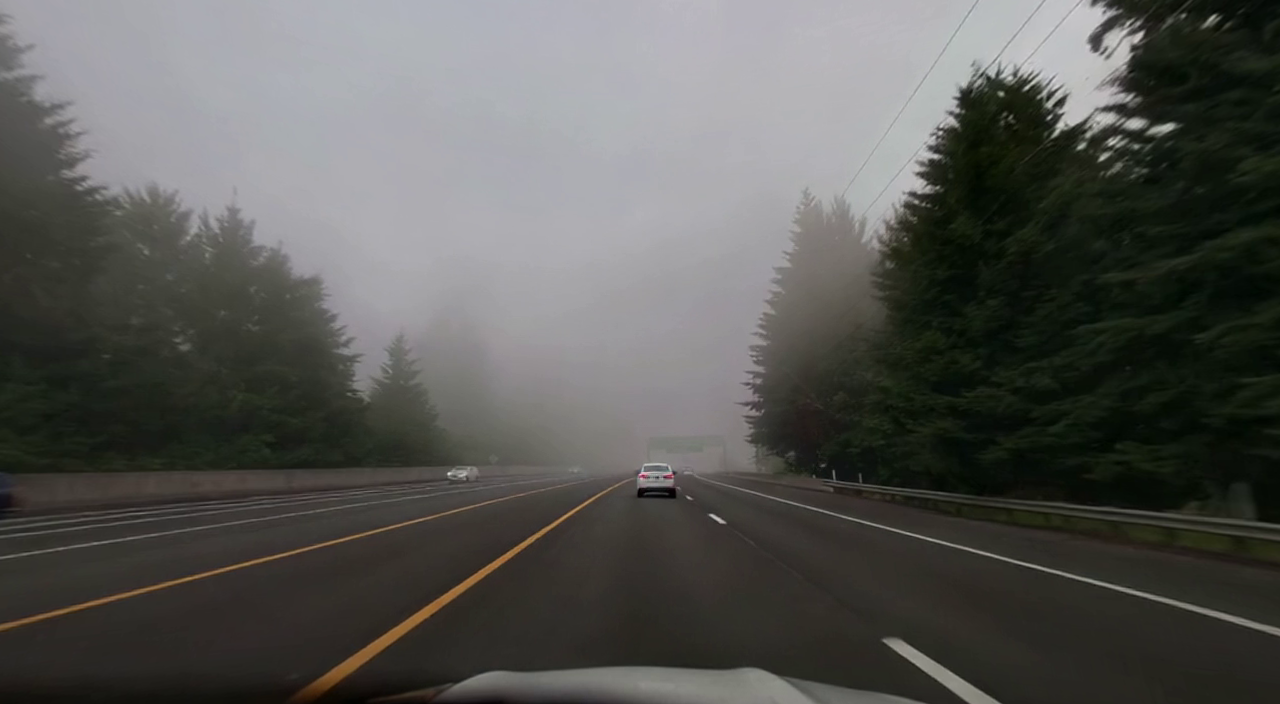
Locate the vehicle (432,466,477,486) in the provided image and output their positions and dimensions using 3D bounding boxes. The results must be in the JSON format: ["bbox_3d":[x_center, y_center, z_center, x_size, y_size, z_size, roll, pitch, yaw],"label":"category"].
[{"bbox_3d":[-14.085,9.443,48.002,1.895,1.425,4.524,0,-10,2],"label":"vehicle"}]

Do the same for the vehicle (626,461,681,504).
[{"bbox_3d":[0.523,5.023,24.521,1.987,1.480,3.786,1,-10,1],"label":"vehicle"}]
